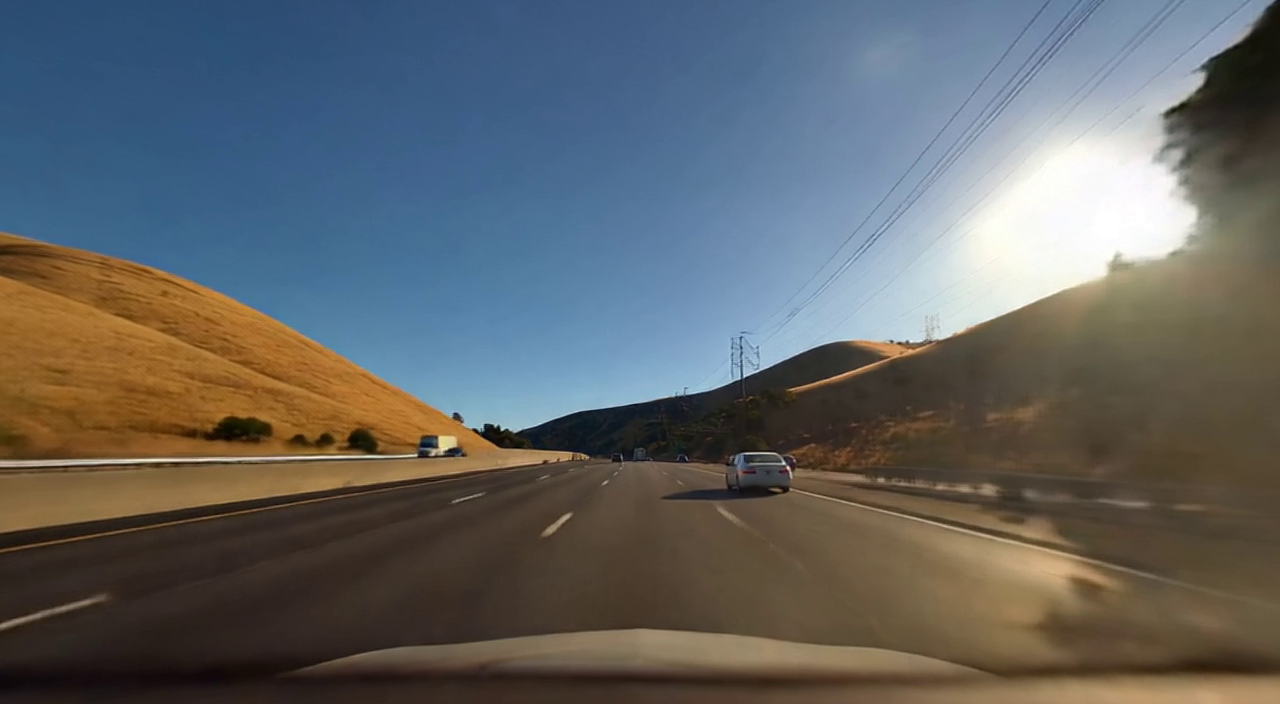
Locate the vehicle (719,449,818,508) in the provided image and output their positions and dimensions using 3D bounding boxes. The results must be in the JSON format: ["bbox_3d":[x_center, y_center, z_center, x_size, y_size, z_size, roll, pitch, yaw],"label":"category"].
[{"bbox_3d":[3.745,3.750,19.190,2.086,1.542,4.355,0,-9,0],"label":"vehicle"}]
